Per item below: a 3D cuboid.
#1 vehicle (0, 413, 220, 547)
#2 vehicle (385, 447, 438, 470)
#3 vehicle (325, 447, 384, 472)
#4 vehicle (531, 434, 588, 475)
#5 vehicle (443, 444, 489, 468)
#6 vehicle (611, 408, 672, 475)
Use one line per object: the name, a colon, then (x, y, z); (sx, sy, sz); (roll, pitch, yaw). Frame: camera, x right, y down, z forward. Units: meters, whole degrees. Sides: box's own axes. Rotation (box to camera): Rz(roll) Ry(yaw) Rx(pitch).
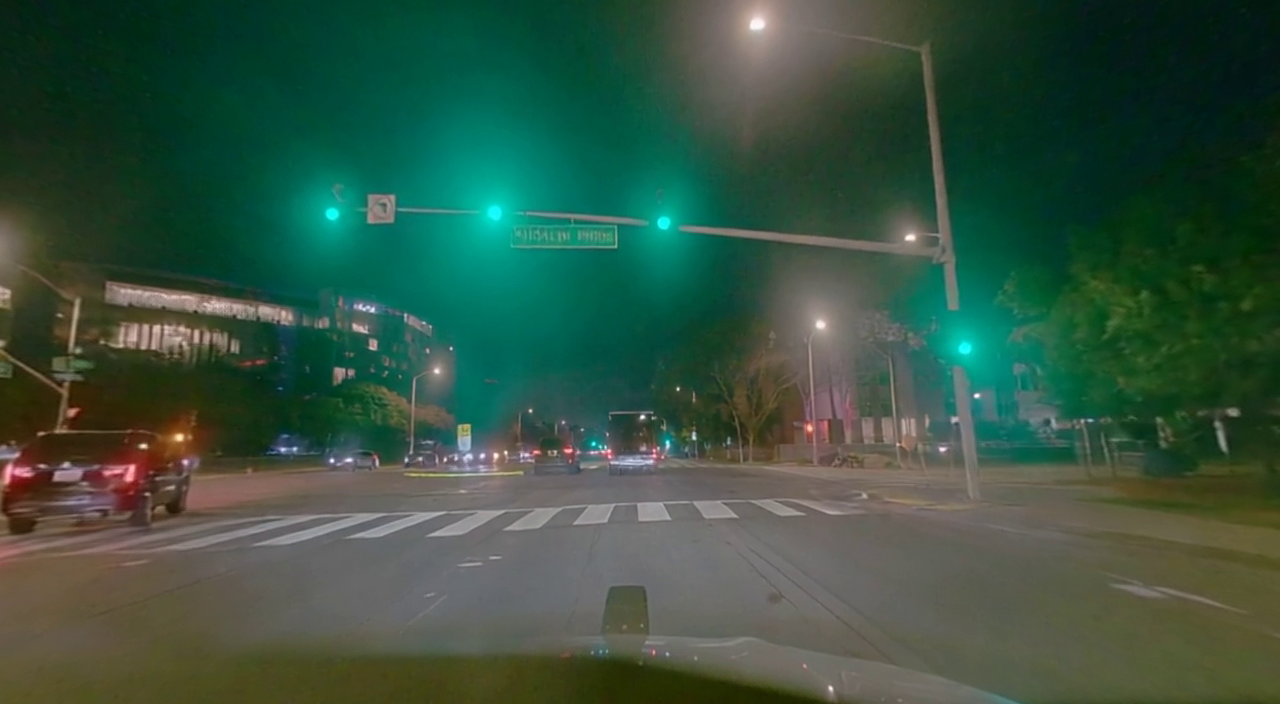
vehicle: (-9.055, 2.035, 10.742); (2.021, 1.798, 4.346); (3, -8, -19)
vehicle: (-16.373, 7.634, 45.405); (2.022, 1.442, 4.853); (-4, -8, 1)
vehicle: (-22.197, 8.323, 49.268); (2.017, 1.785, 5.092); (-1, -8, 3)
vehicle: (-3.856, 5.000, 31.114); (2.184, 1.830, 4.890); (0, -8, 0)
vehicle: (-13.046, 7.798, 47.512); (1.960, 1.627, 4.784); (0, -8, 1)
vehicle: (-0.084, 4.919, 34.797); (2.843, 3.120, 10.422); (0, -8, -2)
